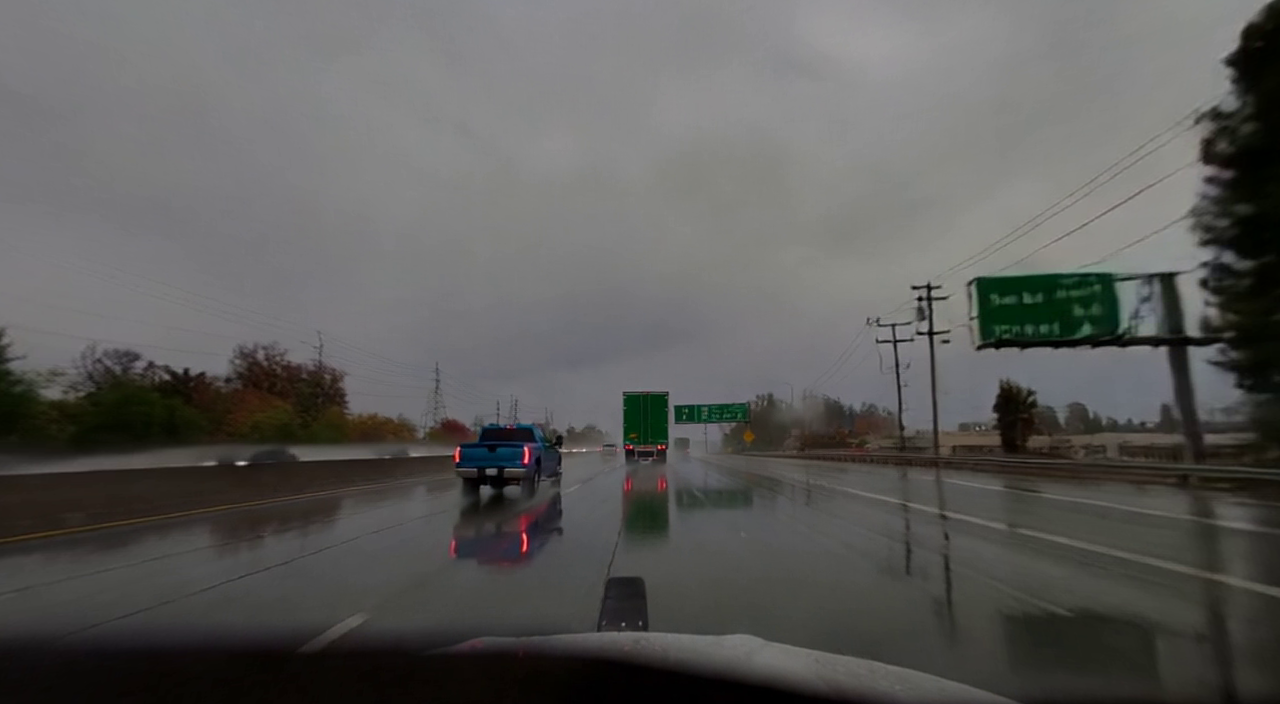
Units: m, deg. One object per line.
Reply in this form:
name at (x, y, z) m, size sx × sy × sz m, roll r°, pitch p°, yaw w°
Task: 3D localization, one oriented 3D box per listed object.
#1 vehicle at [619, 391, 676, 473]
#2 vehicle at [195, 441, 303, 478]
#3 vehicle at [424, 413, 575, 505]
vehicle at (0.473, 4.961, 38.320) m, size 2.879 × 4.085 × 13.125 m, roll 0°, pitch -8°, yaw 1°
vehicle at (-18.074, 4.956, 29.480) m, size 1.957 × 1.561 × 4.797 m, roll 0°, pitch -8°, yaw 1°
vehicle at (-3.673, 3.008, 18.235) m, size 2.749 × 2.141 × 6.515 m, roll 0°, pitch -8°, yaw 1°
